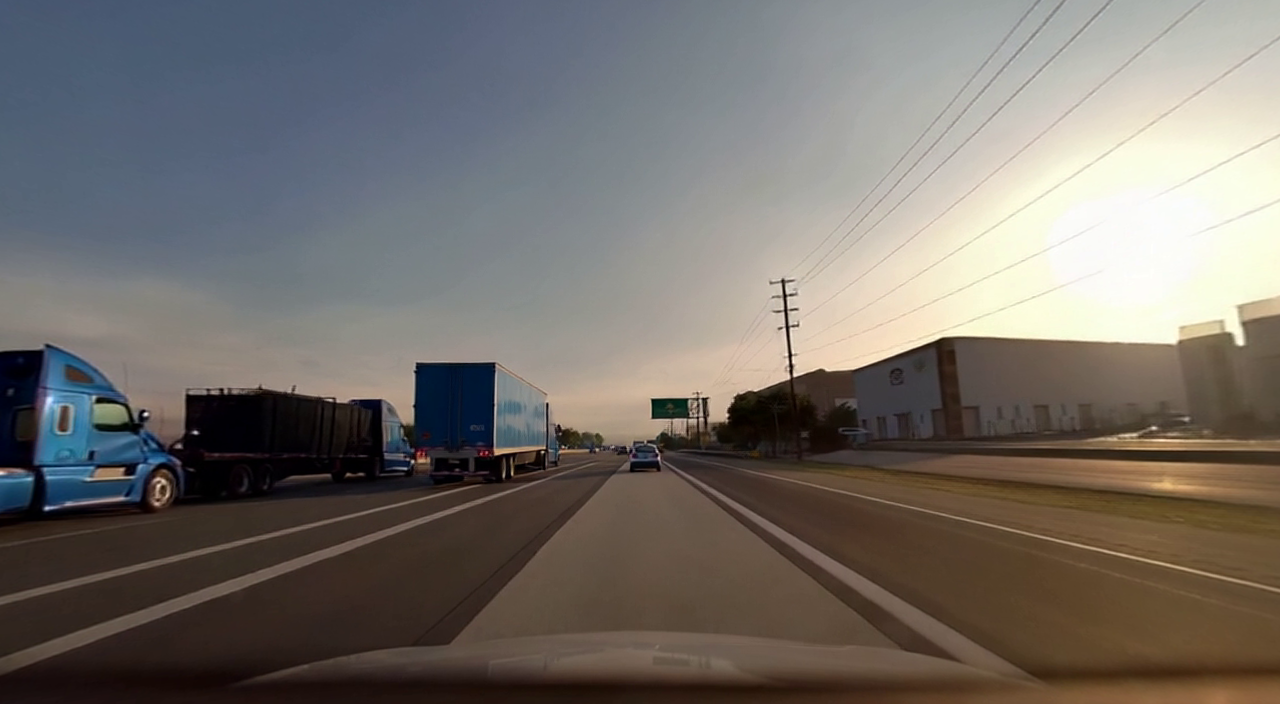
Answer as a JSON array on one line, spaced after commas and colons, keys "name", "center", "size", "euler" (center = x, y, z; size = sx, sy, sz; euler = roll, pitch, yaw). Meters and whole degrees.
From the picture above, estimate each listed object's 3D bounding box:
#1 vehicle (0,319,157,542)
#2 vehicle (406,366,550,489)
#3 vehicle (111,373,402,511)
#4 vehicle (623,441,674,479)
[{"name": "vehicle", "center": [-10.559, 1.018, 8.249], "size": [2.722, 3.172, 7.167], "euler": [0, -8, 0]}, {"name": "vehicle", "center": [-6.452, 3.614, 28.603], "size": [2.907, 4.081, 15.311], "euler": [0, -9, -2]}, {"name": "vehicle", "center": [-10.534, 2.743, 19.185], "size": [2.896, 3.140, 9.491], "euler": [0, -8, 0]}, {"name": "vehicle", "center": [0.330, 4.665, 27.554], "size": [2.055, 1.514, 4.323], "euler": [0, -8, -1]}]
